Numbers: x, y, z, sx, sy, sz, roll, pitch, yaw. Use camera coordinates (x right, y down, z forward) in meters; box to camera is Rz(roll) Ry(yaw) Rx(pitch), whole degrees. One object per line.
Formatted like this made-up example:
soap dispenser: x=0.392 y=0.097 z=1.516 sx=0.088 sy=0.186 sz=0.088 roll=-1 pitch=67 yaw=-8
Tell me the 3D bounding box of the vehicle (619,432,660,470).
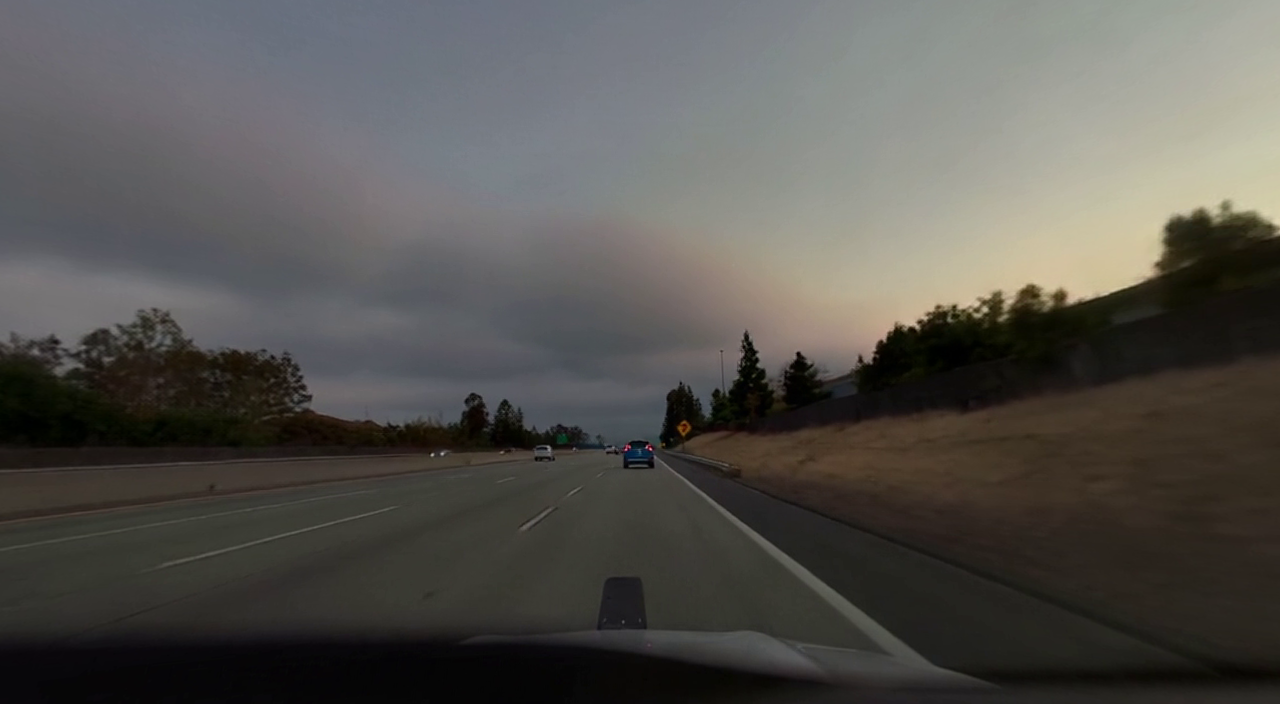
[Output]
vehicle: x=-0.014 y=5.931 z=37.916 sx=2.318 sy=2.145 sz=4.561 roll=0 pitch=-8 yaw=0
